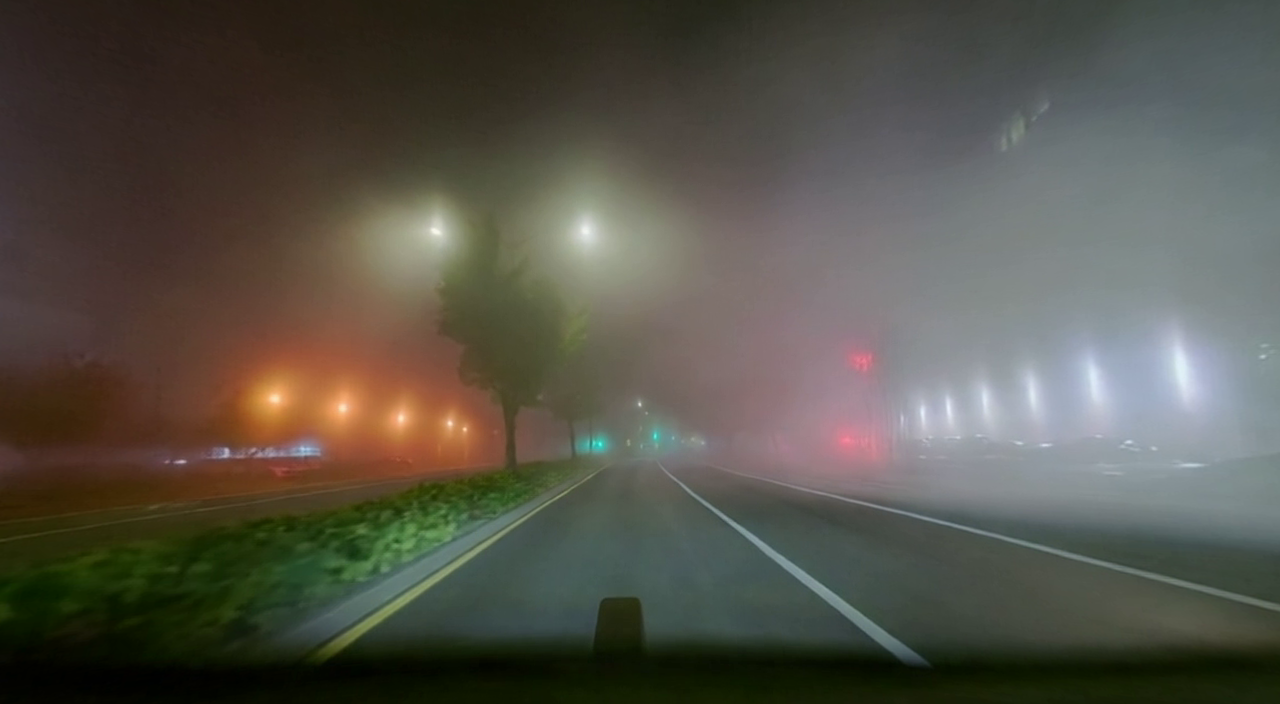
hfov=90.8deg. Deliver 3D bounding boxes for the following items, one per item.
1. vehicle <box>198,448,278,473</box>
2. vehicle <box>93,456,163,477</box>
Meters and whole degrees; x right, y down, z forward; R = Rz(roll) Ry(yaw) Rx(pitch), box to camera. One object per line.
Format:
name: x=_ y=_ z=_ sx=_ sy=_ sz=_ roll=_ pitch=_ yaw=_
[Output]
vehicle: x=-29.327 y=7.958 z=46.162 sx=4.470 sy=1.480 sz=1.989 roll=-4 pitch=-10 yaw=0
vehicle: x=-40.404 y=9.020 z=49.925 sx=4.102 sy=1.543 sz=1.629 roll=0 pitch=-9 yaw=2
